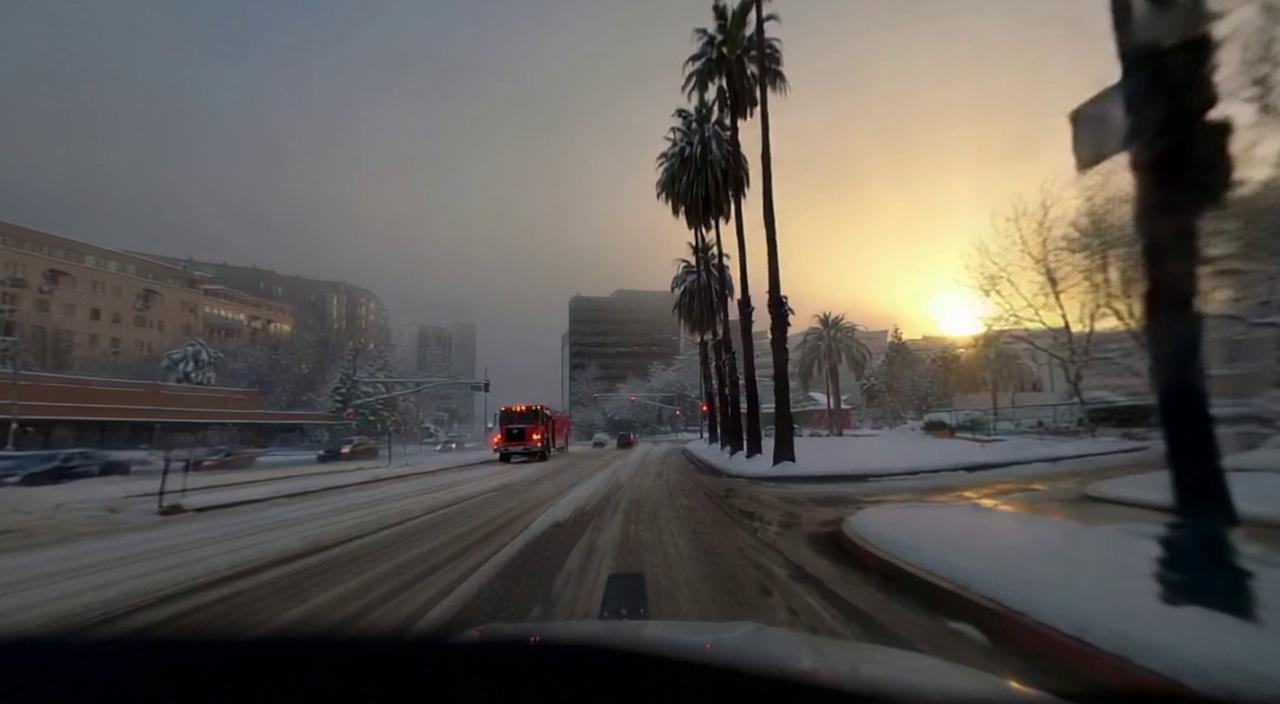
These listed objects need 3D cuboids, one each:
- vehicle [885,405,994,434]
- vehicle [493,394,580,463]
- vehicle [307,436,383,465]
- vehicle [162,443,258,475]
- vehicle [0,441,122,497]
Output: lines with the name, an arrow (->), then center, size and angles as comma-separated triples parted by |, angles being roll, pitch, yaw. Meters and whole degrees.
vehicle -> 15.504, 3.541, 32.696 | 4.663, 1.457, 2.045 | 0, -7, 2
vehicle -> -6.188, 5.022, 39.999 | 3.008, 3.730, 11.786 | 0, -8, 3
vehicle -> -21.320, 7.157, 45.683 | 2.460, 1.958, 5.843 | 0, -8, 2
vehicle -> -25.692, 6.351, 37.767 | 2.005, 1.771, 5.072 | 0, -8, 2
vehicle -> -21.871, 4.197, 22.946 | 1.988, 1.811, 4.399 | 0, -8, 2
